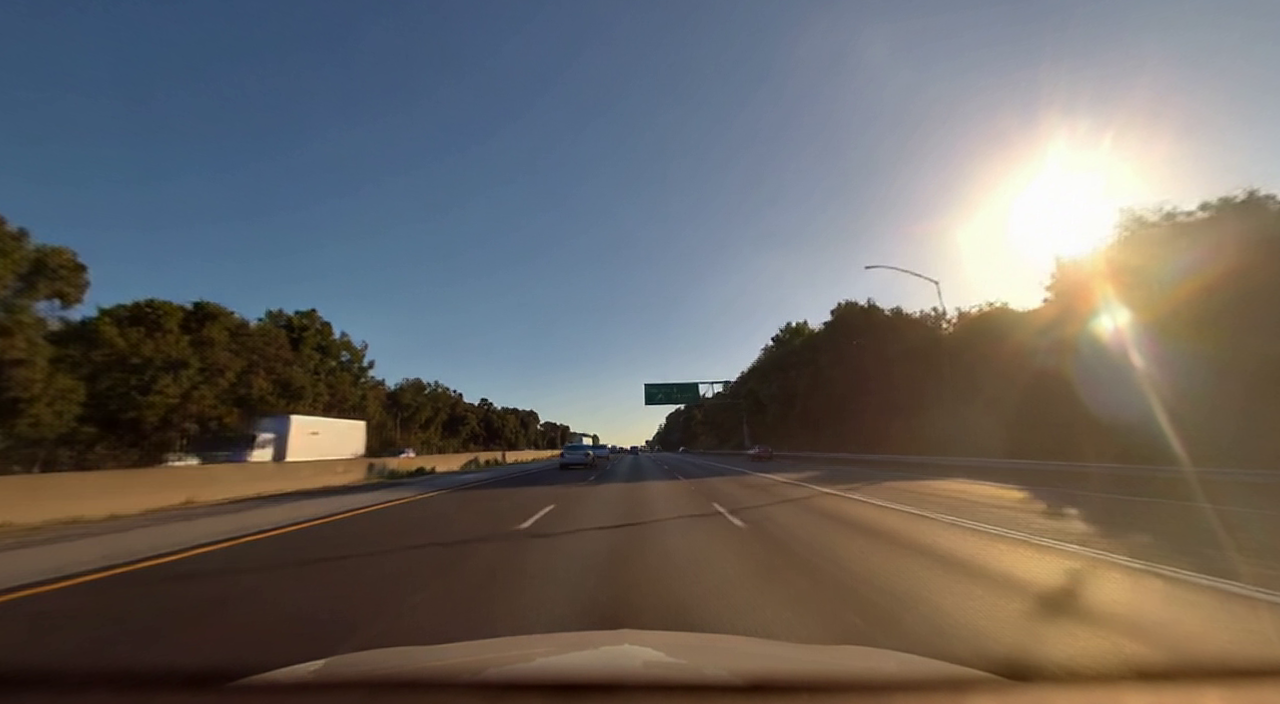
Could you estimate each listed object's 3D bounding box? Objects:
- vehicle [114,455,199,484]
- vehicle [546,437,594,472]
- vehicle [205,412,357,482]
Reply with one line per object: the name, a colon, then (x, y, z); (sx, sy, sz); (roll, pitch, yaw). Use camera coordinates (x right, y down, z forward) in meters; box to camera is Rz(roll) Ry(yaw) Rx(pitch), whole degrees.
vehicle: (-32.841, 7.969, 43.102); (2.044, 1.790, 4.666); (0, -9, -1)
vehicle: (-3.776, 5.653, 34.905); (2.114, 1.774, 4.427); (0, -9, 0)
vehicle: (-21.525, 5.887, 39.096); (3.040, 3.719, 10.791); (0, -9, 0)
